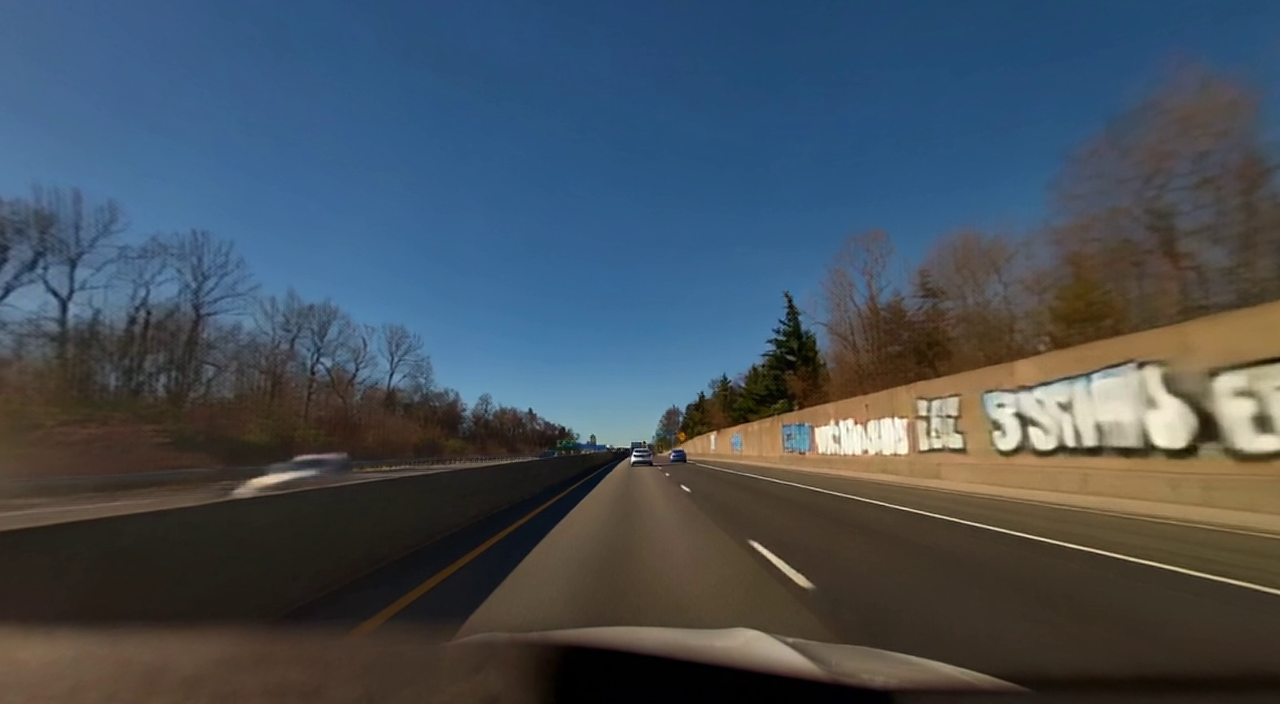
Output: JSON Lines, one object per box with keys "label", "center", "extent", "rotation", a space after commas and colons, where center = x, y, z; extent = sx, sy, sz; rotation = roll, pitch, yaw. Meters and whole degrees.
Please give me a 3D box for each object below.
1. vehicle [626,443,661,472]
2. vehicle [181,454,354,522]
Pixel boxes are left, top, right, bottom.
{"label": "vehicle", "center": [0.194, 6.568, 39.277], "extent": [2.095, 1.671, 4.219], "rotation": [0, -9, -1]}
{"label": "vehicle", "center": [-9.544, 3.475, 16.582], "extent": [1.904, 1.499, 4.352], "rotation": [0, -9, 0]}
